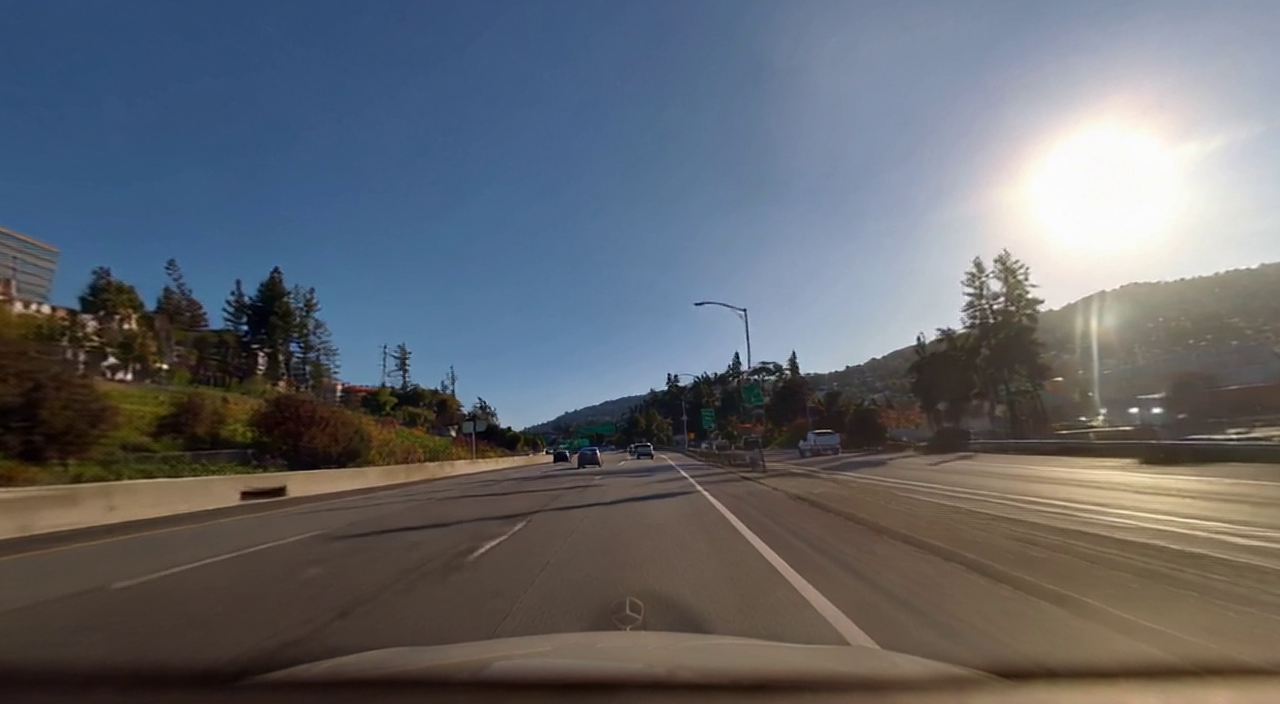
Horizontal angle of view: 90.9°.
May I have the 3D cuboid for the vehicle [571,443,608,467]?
[{"bbox_3d":[-3.326,6.881,42.197,2.112,1.489,4.266,-1,-8,0],"label":"vehicle"}]
